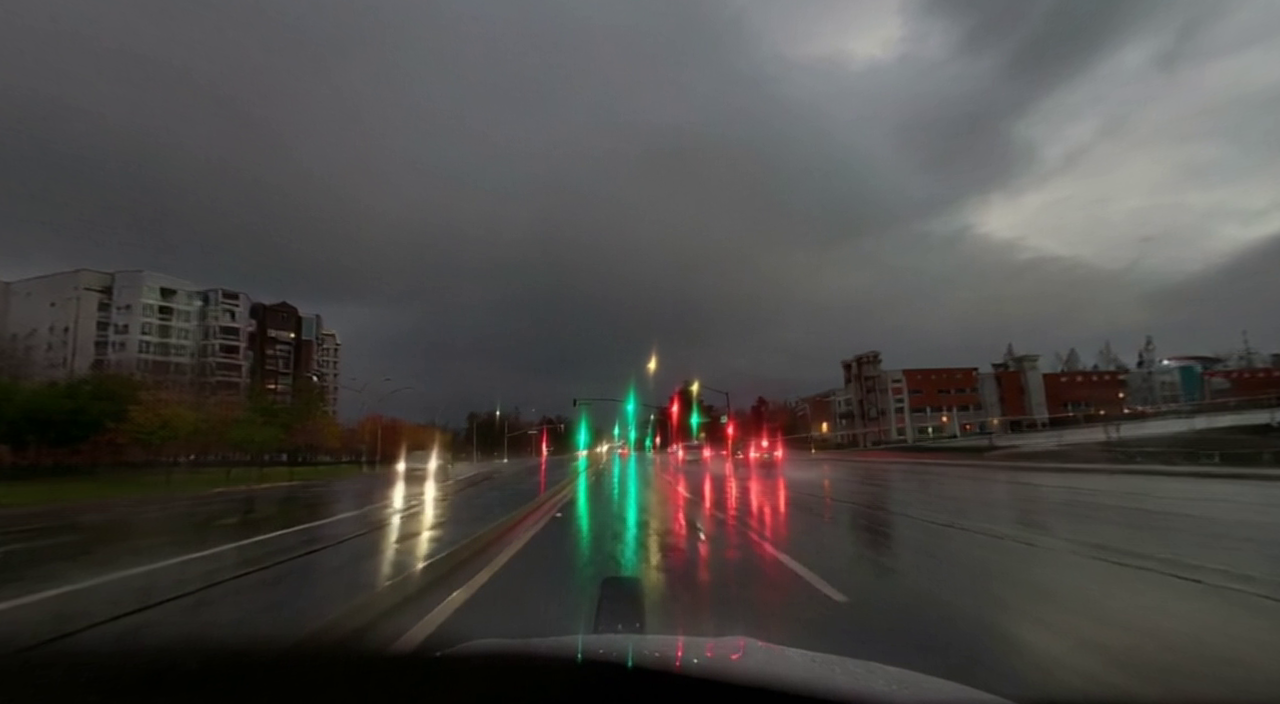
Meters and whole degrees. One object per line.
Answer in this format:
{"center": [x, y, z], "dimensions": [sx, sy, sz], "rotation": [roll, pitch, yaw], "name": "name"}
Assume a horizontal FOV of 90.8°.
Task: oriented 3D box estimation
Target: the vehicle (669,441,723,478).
{"center": [2.509, 4.981, 29.520], "dimensions": [1.917, 1.538, 4.259], "rotation": [0, -9, -3], "name": "vehicle"}

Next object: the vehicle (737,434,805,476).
{"center": [5.873, 4.693, 28.979], "dimensions": [1.946, 1.773, 4.641], "rotation": [0, -9, -3], "name": "vehicle"}

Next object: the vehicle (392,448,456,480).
{"center": [-11.495, 5.945, 33.954], "dimensions": [1.802, 1.560, 4.476], "rotation": [0, -9, 1], "name": "vehicle"}
